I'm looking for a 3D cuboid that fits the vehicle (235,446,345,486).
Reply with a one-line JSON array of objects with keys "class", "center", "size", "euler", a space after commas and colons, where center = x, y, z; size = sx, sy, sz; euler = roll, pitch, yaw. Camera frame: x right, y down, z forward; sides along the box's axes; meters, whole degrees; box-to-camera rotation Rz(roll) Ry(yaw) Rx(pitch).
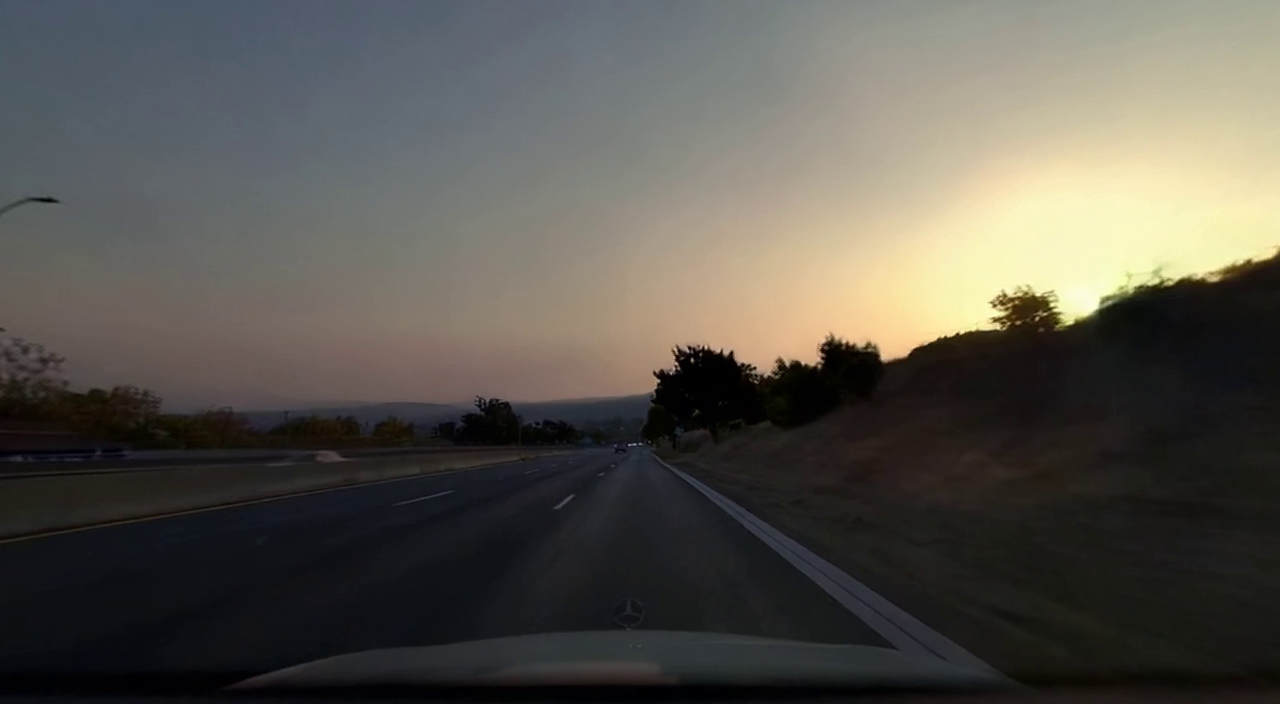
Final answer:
[{"class": "vehicle", "center": [-14.651, 4.760, 26.715], "size": [1.907, 1.487, 4.725], "euler": [0, -8, 1]}]
